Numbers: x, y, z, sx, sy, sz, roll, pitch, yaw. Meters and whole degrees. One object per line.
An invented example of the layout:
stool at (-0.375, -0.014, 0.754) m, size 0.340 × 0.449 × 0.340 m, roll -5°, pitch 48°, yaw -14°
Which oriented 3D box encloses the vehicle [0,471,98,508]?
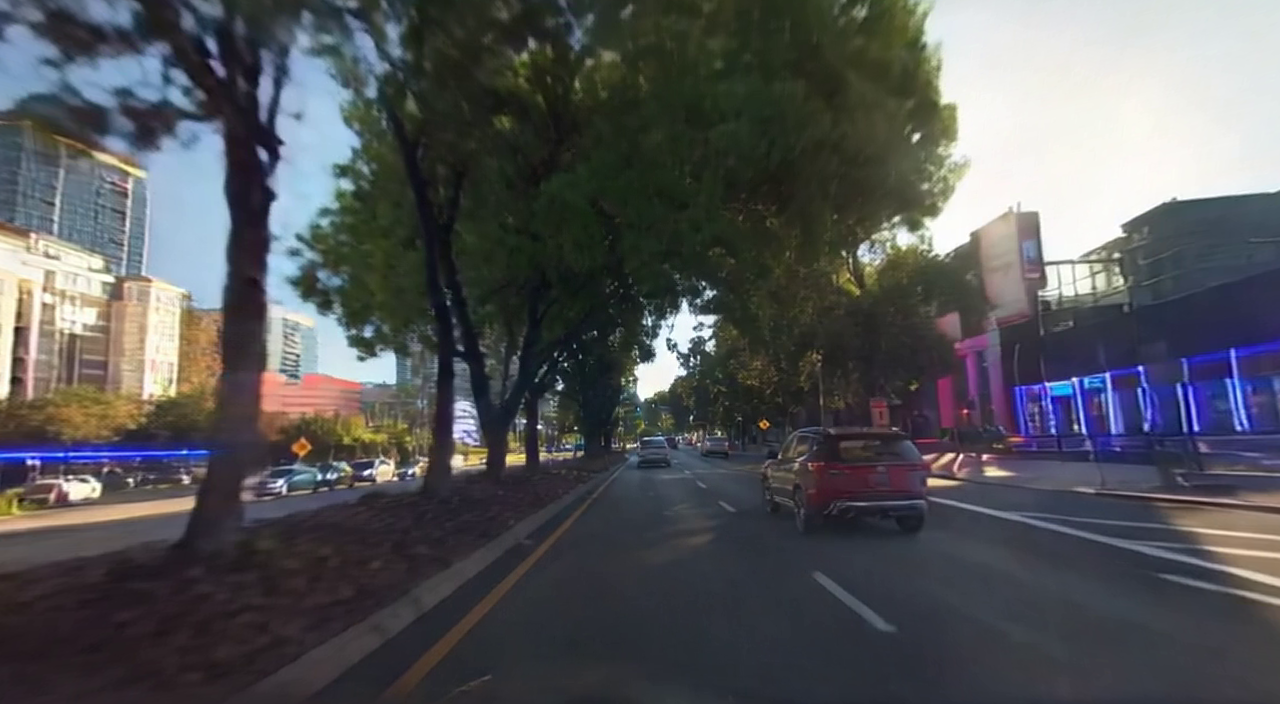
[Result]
vehicle at (-29.714, 6.715, 30.887) m, size 4.483 × 1.618 × 1.829 m, roll 0°, pitch -8°, yaw -2°

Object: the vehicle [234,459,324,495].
vehicle at (-18.508, 6.386, 32.592) m, size 1.853 × 1.614 × 4.514 m, roll -1°, pitch -8°, yaw 2°

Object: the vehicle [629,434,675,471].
vehicle at (0.523, 4.933, 31.011) m, size 2.125 × 1.669 × 3.880 m, roll 0°, pitch -8°, yaw -1°

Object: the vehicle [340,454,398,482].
vehicle at (-18.491, 7.907, 43.225) m, size 2.049 × 1.678 × 4.376 m, roll 0°, pitch -8°, yaw 0°

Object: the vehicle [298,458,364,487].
vehicle at (-18.458, 7.206, 37.865) m, size 1.786 × 1.523 × 4.309 m, roll 0°, pitch -8°, yaw -1°

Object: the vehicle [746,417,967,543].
vehicle at (3.164, 1.988, 10.466) m, size 1.931 × 1.591 × 4.708 m, roll 0°, pitch -8°, yaw -1°

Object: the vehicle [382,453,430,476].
vehicle at (-18.373, 8.852, 49.758) m, size 1.956 × 1.647 × 4.643 m, roll 0°, pitch -8°, yaw 1°
